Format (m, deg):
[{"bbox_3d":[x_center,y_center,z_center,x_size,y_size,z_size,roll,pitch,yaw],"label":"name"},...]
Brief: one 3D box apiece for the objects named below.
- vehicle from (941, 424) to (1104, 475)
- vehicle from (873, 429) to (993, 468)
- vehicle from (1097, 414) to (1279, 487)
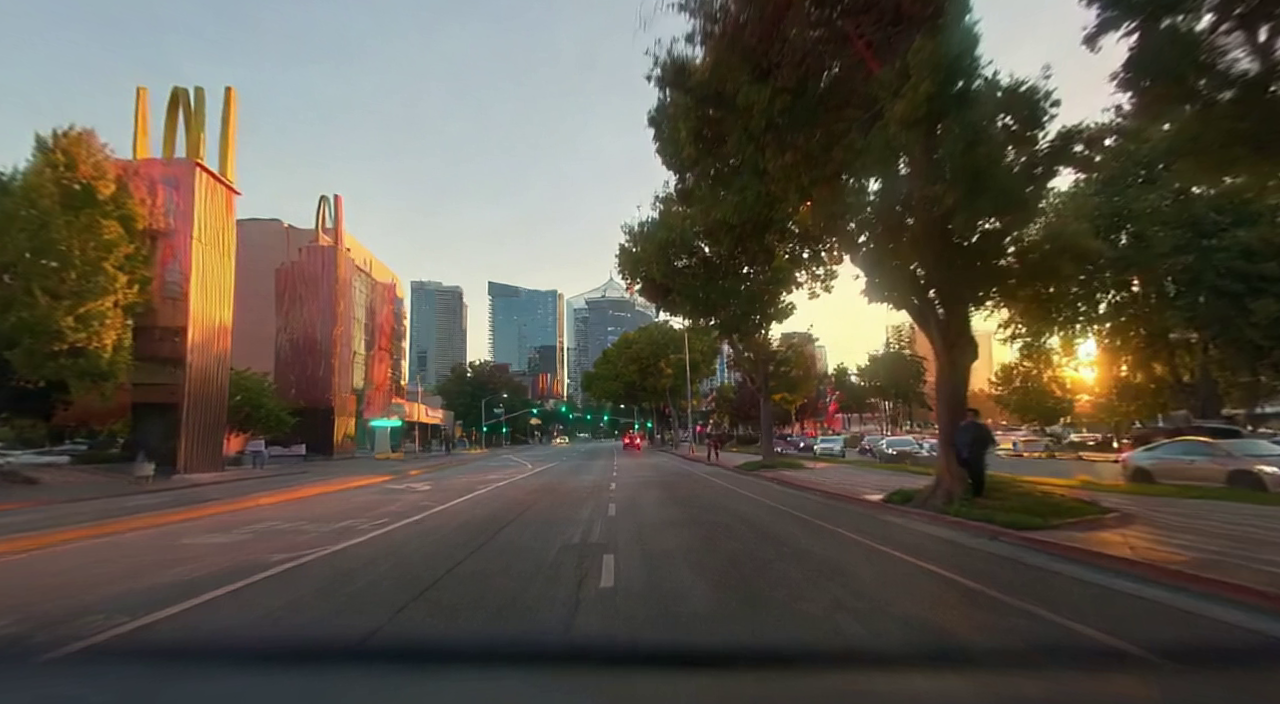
[{"bbox_3d":[14.354,3.669,23.909,4.722,1.483,2.119,-4,-8,-3],"label":"vehicle"},{"bbox_3d":[13.604,4.488,29.513,4.538,1.433,2.023,-3,-7,-4],"label":"vehicle"},{"bbox_3d":[14.418,2.411,15.634,4.644,1.657,2.072,0,-8,-3],"label":"vehicle"}]
